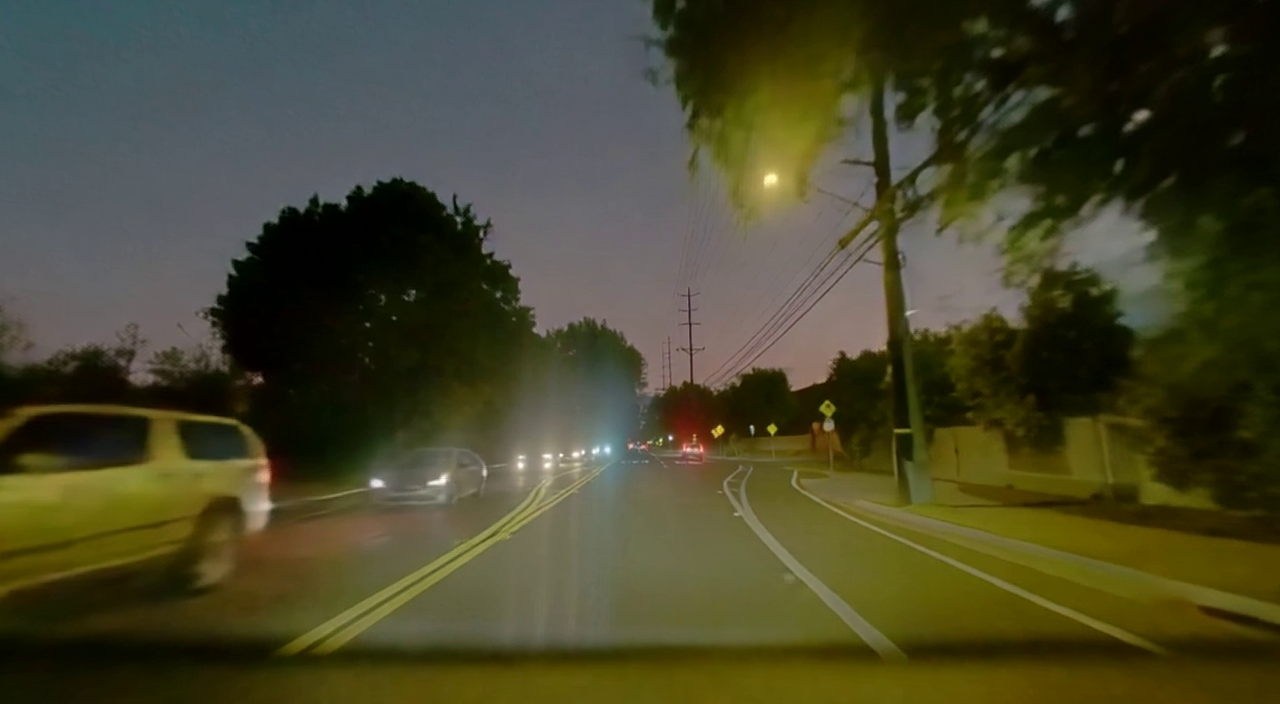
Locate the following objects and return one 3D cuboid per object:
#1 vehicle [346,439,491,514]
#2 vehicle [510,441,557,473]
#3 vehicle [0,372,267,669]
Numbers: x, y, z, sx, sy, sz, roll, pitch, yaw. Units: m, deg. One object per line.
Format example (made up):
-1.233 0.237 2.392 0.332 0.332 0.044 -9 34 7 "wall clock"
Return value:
-4.988 2.864 15.026 1.909 1.463 4.569 0 -9 -2 "vehicle"
-5.822 5.812 34.963 2.001 1.616 4.064 0 -9 -1 "vehicle"
-5.039 1.121 4.404 2.228 1.792 4.397 0 -9 -1 "vehicle"
